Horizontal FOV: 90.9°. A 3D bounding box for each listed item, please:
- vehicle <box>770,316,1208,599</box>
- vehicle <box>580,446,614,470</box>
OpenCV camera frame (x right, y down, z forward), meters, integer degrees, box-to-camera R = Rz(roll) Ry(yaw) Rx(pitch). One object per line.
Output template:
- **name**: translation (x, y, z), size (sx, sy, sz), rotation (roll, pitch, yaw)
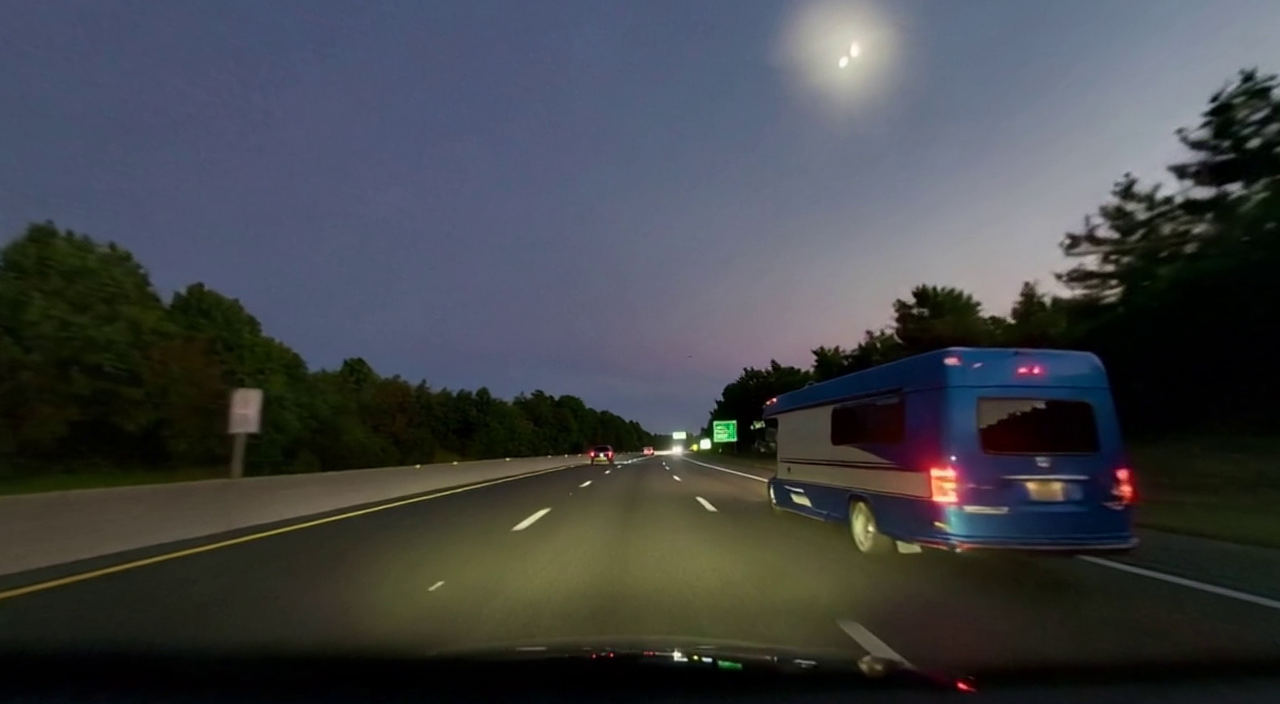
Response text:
- **vehicle**: translation (3.916, 1.456, 9.186), size (2.614, 2.655, 6.429), rotation (0, -9, 0)
- **vehicle**: translation (-3.056, 7.624, 45.642), size (2.020, 1.619, 4.690), rotation (0, -9, 1)
